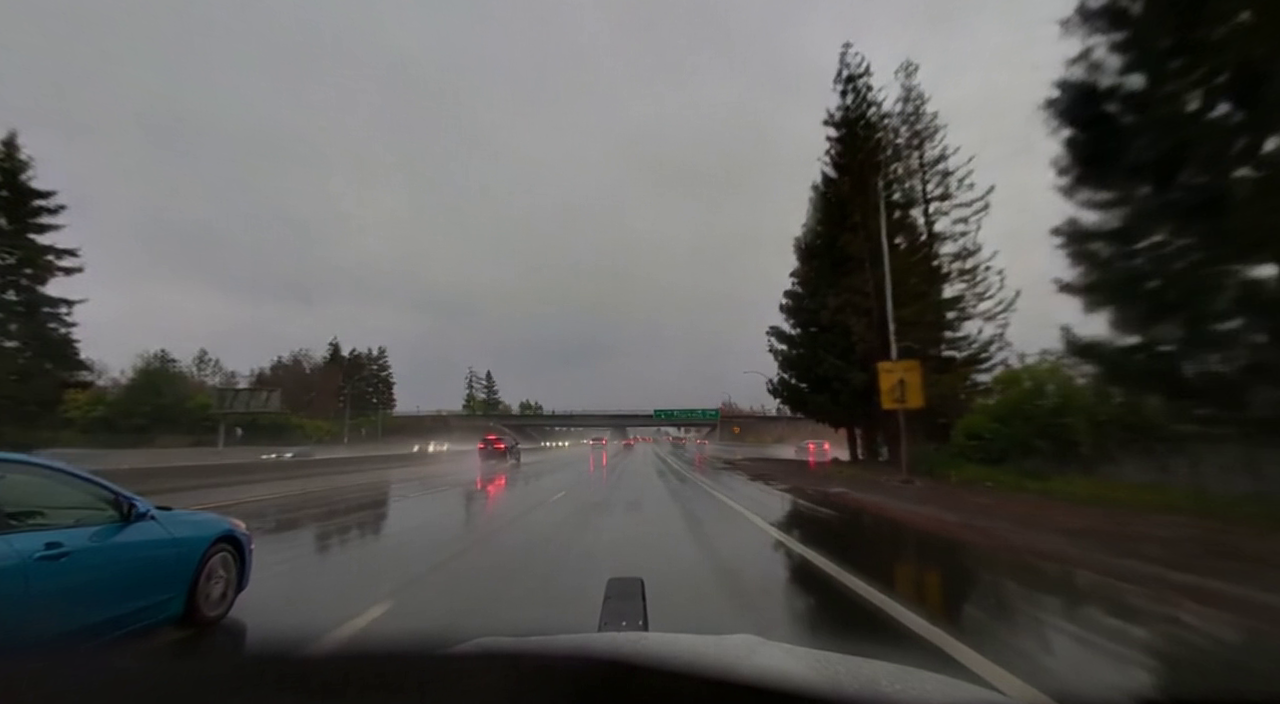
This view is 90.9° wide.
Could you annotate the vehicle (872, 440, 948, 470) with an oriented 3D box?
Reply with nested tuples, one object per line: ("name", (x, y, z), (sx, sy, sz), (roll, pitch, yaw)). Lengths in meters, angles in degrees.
("vehicle", (15.445, 5.872, 36.333), (2.000, 1.515, 4.188), (0, -8, -9))

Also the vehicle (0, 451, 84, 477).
("vehicle", (-41.564, 7.677, 43.527), (1.878, 1.675, 4.614), (-1, -8, 4))

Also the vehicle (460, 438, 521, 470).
("vehicle", (-7.405, 5.076, 31.675), (1.987, 1.486, 4.174), (0, -8, 1))
